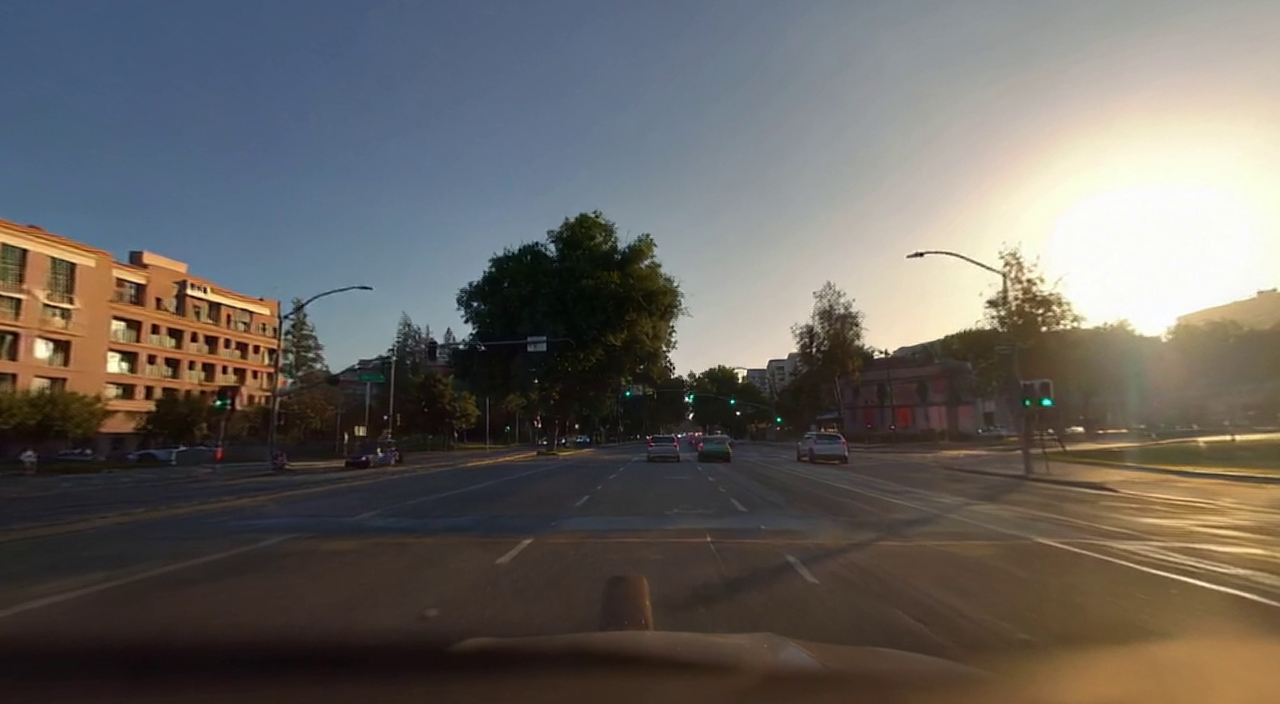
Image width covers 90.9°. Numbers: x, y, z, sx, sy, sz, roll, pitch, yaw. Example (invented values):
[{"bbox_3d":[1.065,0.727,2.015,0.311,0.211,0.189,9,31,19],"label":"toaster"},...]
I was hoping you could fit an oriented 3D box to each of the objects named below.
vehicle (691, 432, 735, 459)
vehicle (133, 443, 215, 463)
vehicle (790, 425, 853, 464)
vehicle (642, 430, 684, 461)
[{"bbox_3d":[4.061,5.317,35.765,1.994,1.436,4.169,0,-8,0],"label":"vehicle"},{"bbox_3d":[-35.015,7.584,47.460,4.448,1.422,1.890,2,-9,-11],"label":"vehicle"},{"bbox_3d":[9.454,4.854,33.316,2.132,1.892,4.851,-1,-8,3],"label":"vehicle"},{"bbox_3d":[1.199,4.994,33.625,2.099,1.516,4.681,0,-8,2],"label":"vehicle"}]
